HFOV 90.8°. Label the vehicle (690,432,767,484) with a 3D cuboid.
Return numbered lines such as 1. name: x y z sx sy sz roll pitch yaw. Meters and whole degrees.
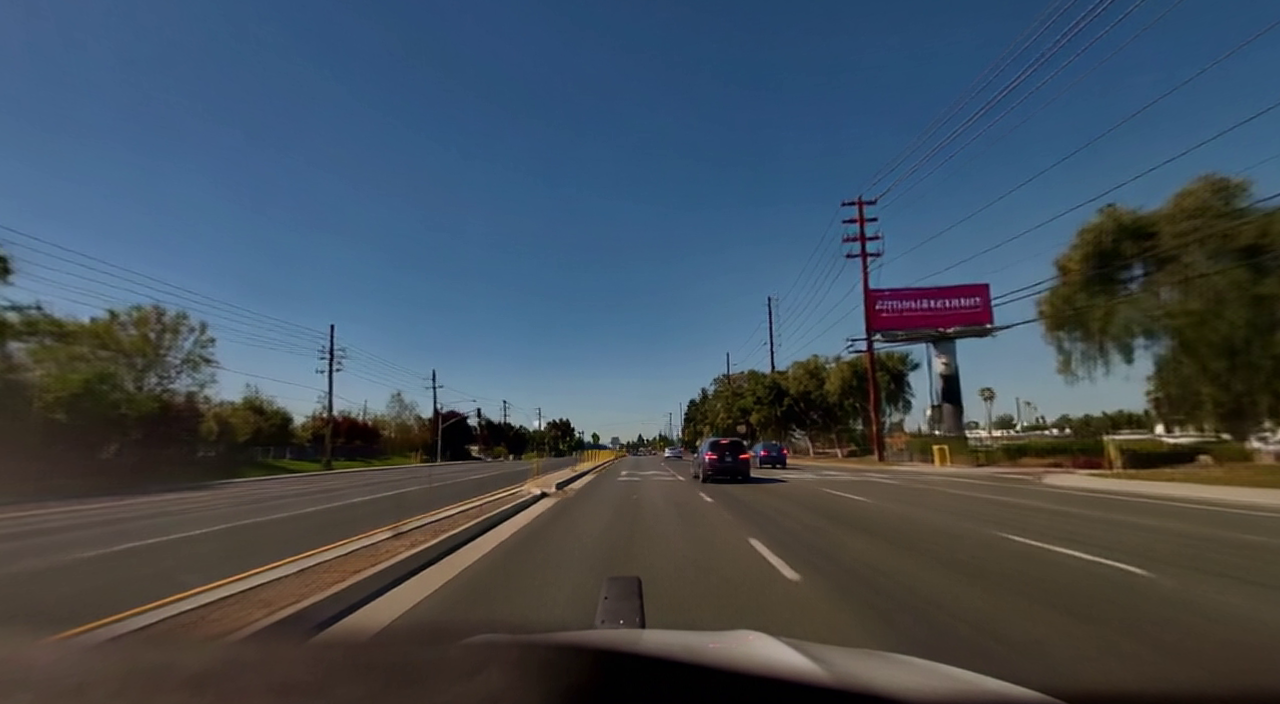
1. vehicle: 3.003 3.714 22.433 2.078 1.668 4.078 0 -8 -1
